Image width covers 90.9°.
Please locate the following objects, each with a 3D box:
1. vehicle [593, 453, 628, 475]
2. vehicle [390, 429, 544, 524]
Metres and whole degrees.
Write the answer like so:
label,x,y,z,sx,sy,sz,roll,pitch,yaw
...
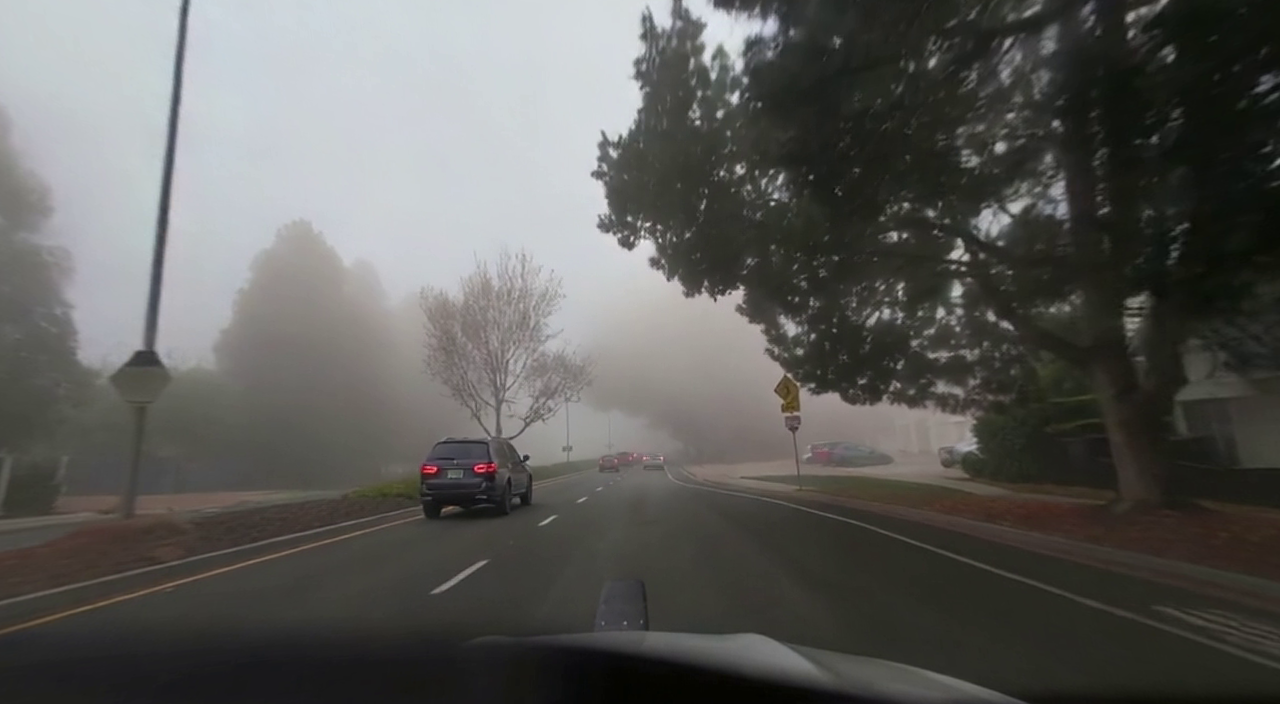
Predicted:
label,x,y,z,sx,sy,sz,roll,pitch,yaw
vehicle,-2.090,8.169,46.202,2.119,1.494,4.624,0,-9,3
vehicle,-3.588,2.674,14.034,2.073,1.770,4.302,0,-9,2
